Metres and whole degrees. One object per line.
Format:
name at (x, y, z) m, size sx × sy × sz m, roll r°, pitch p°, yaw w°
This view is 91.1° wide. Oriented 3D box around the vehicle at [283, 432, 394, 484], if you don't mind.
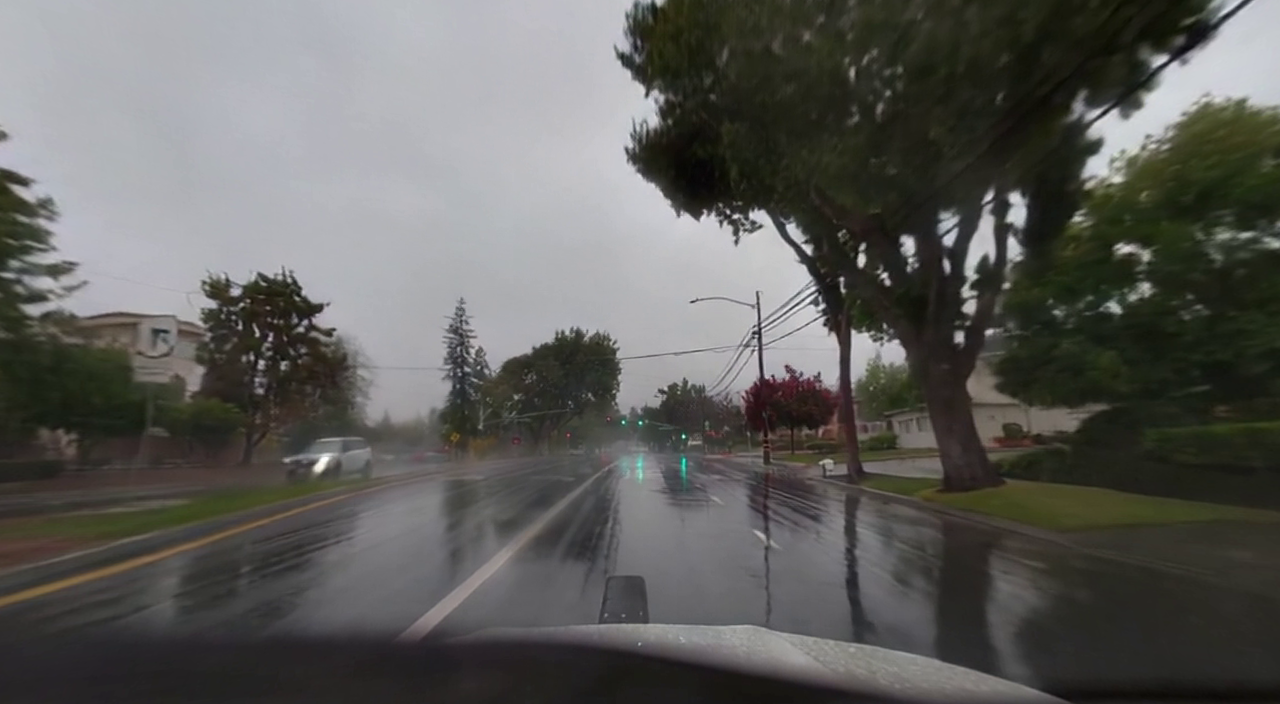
vehicle at (-11.760, 4.148, 24.938) m, size 2.045 × 1.847 × 4.674 m, roll 0°, pitch -8°, yaw 0°
